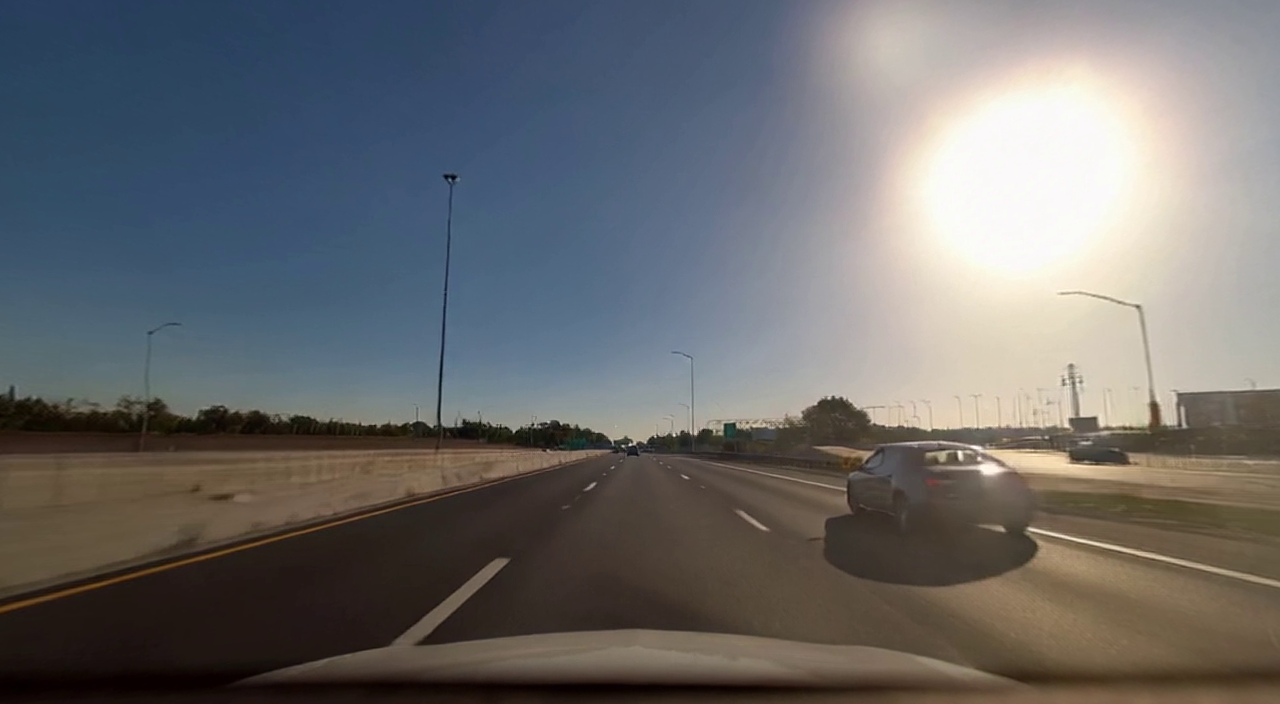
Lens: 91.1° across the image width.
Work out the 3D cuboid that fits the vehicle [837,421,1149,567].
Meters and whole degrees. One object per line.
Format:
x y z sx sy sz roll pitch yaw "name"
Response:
4.467 1.853 8.852 1.984 1.540 3.973 0 -9 -1 "vehicle"
